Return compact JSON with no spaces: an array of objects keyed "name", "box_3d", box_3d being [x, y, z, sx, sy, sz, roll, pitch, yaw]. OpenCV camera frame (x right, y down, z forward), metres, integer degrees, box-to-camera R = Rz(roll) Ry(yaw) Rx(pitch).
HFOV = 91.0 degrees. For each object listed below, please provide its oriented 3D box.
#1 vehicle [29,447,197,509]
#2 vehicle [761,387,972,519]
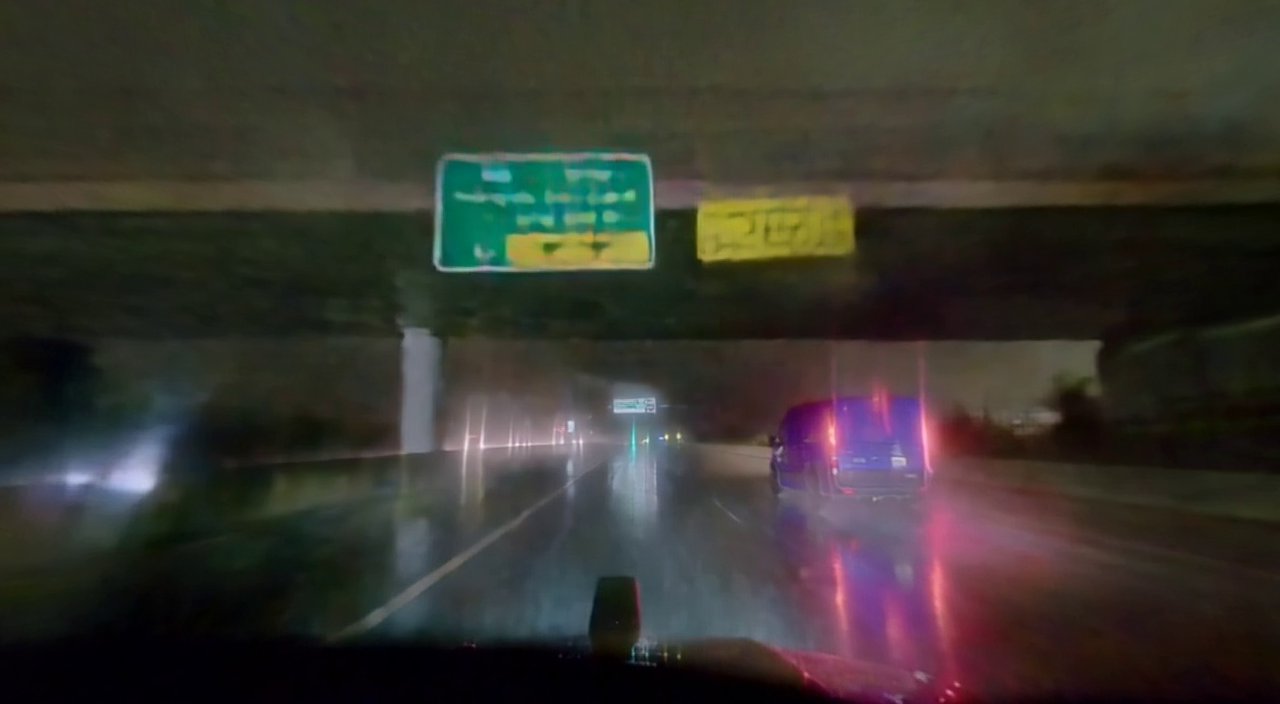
[{"name":"vehicle","box_3d":[-15.050,3.564,18.276,1.798,1.531,3.578,0,-8,-1]},{"name":"vehicle","box_3d":[3.921,1.864,12.016,2.161,2.002,4.631,0,-8,-1]}]
